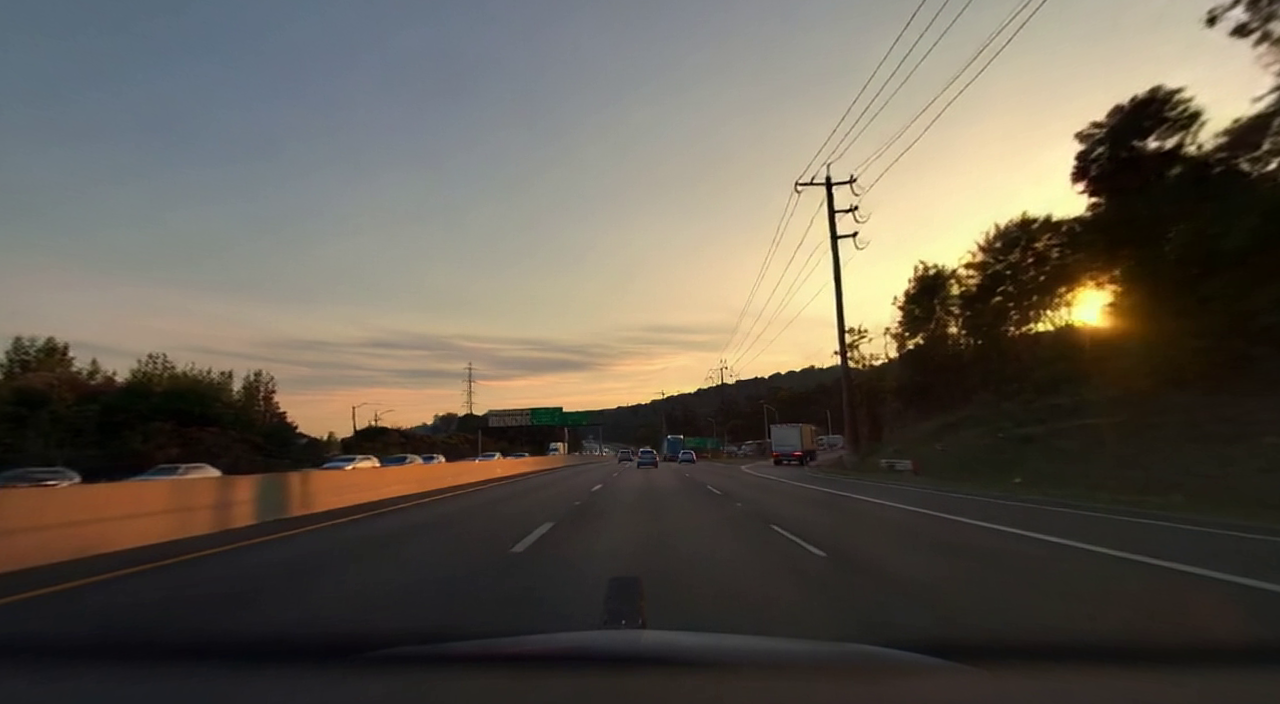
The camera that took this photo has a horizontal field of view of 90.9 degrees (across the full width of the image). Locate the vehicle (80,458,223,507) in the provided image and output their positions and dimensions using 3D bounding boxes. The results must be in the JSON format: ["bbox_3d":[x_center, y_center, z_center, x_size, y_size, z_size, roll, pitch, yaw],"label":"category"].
[{"bbox_3d":[-18.991,5.055,24.858,1.801,1.638,4.739,0,-9,0],"label":"vehicle"}]

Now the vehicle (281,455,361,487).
[{"bbox_3d":[-16.016,5.975,31.901,1.800,1.446,4.274,0,-9,0],"label":"vehicle"}]

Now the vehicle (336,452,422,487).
[{"bbox_3d":[-11.604,5.219,28.382,1.903,1.432,4.475,0,-9,0],"label":"vehicle"}]

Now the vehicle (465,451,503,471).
[{"bbox_3d":[-11.837,8.305,48.048,1.801,1.424,4.135,0,-9,1],"label":"vehicle"}]

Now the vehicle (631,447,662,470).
[{"bbox_3d":[0.479,7.601,45.142,2.111,1.599,3.859,0,-9,1],"label":"vehicle"}]
